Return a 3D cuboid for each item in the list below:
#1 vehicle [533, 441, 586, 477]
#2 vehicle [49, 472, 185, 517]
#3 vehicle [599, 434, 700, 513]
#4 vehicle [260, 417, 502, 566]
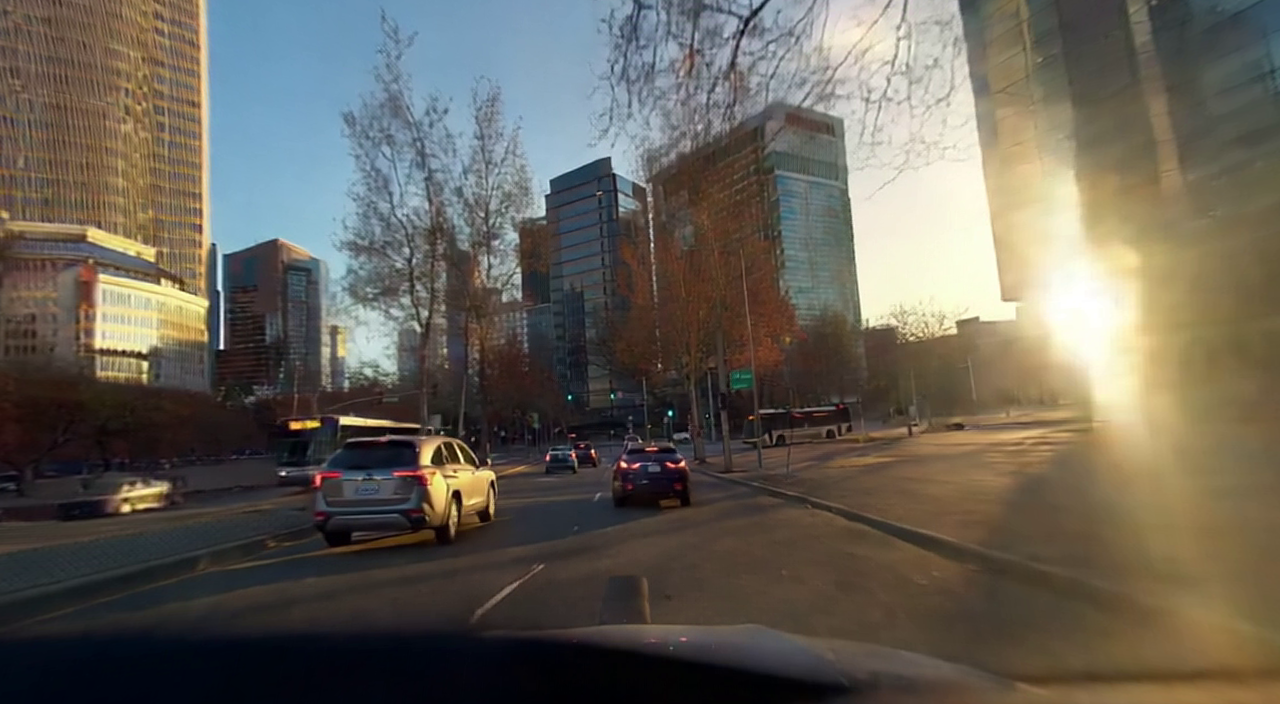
[{"bbox_3d":[-3.659,4.928,29.326,1.961,1.517,4.202,0,-9,-1],"label":"vehicle"},{"bbox_3d":[-21.550,5.854,26.270,1.927,1.519,4.447,0,-9,-2],"label":"vehicle"},{"bbox_3d":[0.092,2.617,14.014,1.933,1.504,3.802,1,-9,-3],"label":"vehicle"},{"bbox_3d":[-3.307,1.841,8.963,1.848,1.641,3.686,0,-9,0],"label":"vehicle"}]
